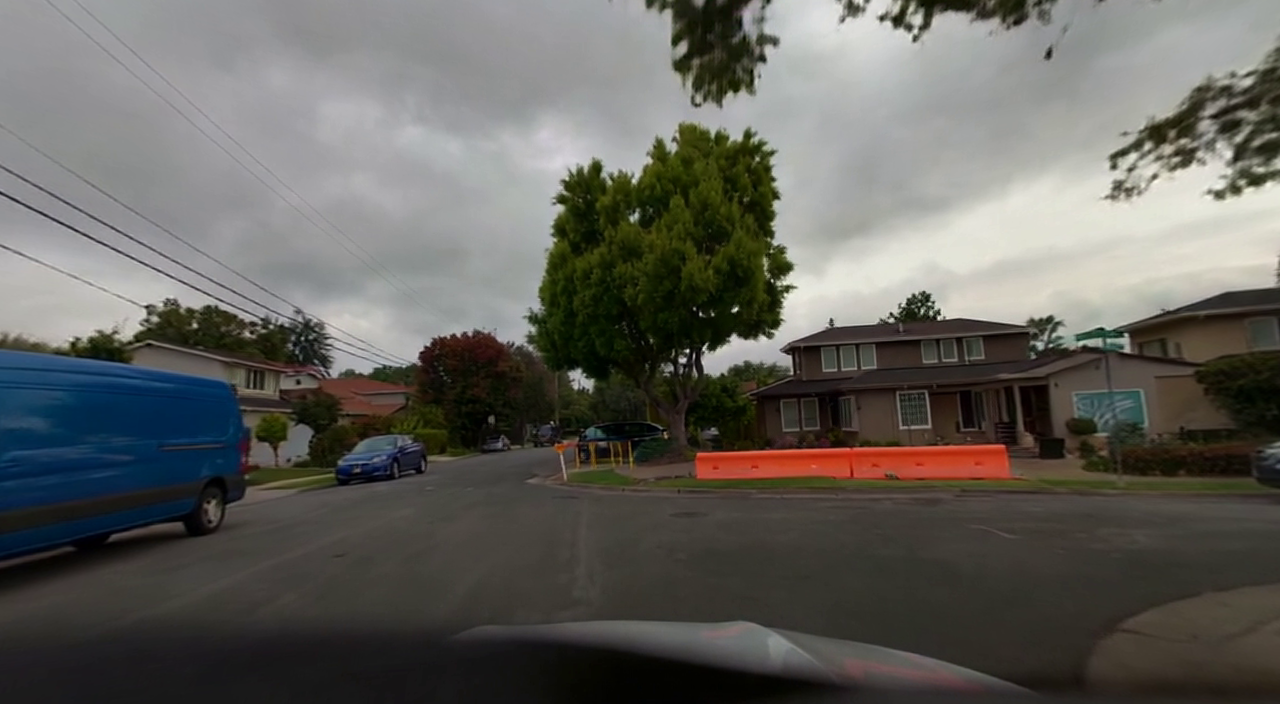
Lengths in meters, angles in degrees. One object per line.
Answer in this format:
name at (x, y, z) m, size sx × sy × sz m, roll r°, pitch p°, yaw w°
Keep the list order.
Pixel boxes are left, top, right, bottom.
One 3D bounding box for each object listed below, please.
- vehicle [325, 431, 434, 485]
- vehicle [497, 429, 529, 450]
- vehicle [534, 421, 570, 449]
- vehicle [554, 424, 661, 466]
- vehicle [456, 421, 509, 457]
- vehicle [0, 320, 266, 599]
vehicle at (-8.037, 3.263, 19.879) m, size 1.899 × 1.524 × 4.082 m, roll 0°, pitch -7°, yaw -4°
vehicle at (-9.577, 6.634, 47.657) m, size 1.765 × 1.493 × 4.130 m, roll 0°, pitch -7°, yaw -4°
vehicle at (-6.578, 6.263, 47.724) m, size 2.219 × 1.984 × 4.712 m, roll 0°, pitch -7°, yaw -3°
vehicle at (-1.148, 3.537, 24.236) m, size 1.827 × 1.436 × 4.070 m, roll -6°, pitch -10°, yaw 39°
vehicle at (-9.125, 5.084, 36.920) m, size 2.042 × 1.937 × 4.960 m, roll 0°, pitch -7°, yaw -3°
vehicle at (-7.025, 1.128, 6.836) m, size 2.284 × 2.500 × 7.006 m, roll -2°, pitch -6°, yaw -5°
